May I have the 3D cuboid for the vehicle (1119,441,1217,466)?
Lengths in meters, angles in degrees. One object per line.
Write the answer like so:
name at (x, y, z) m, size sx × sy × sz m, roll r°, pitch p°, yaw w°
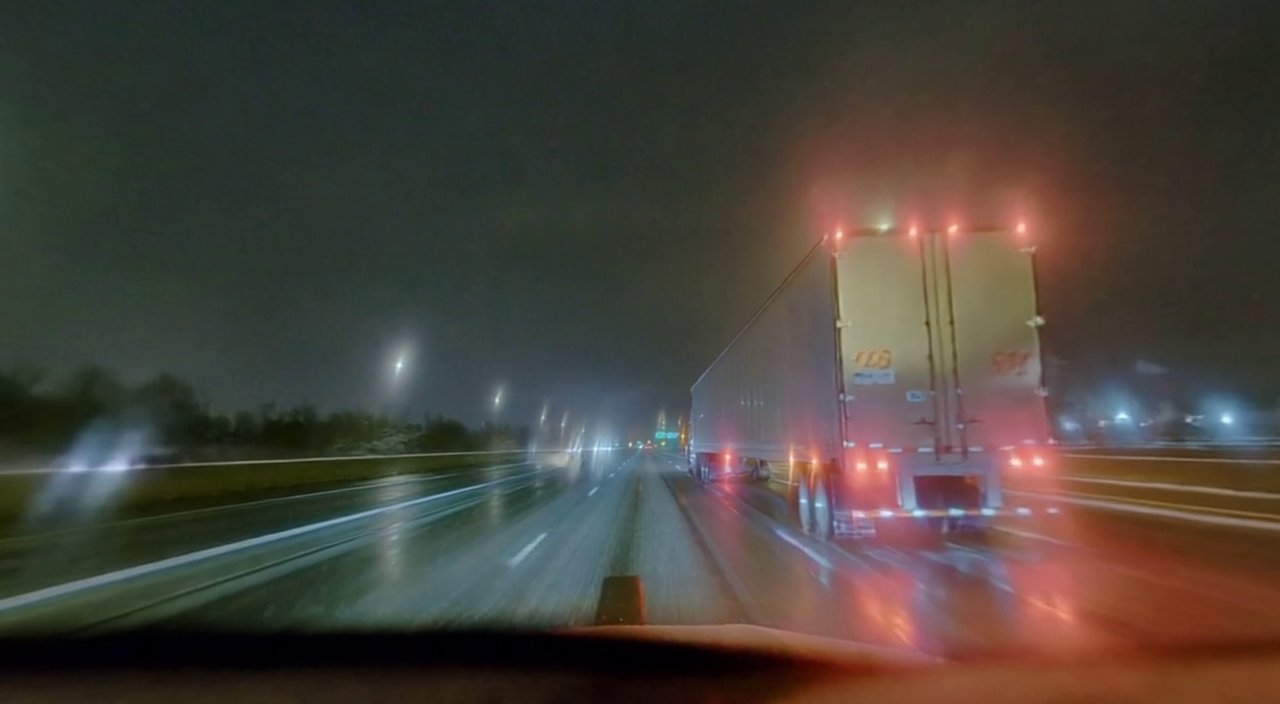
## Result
vehicle at (37.803, 7.246, 45.151) m, size 4.941 × 1.744 × 2.132 m, roll -1°, pitch -9°, yaw 3°

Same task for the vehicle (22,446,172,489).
vehicle at (-22.609, 4.796, 26.564) m, size 1.983 × 1.655 × 4.774 m, roll 0°, pitch -9°, yaw 1°

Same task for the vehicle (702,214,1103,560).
vehicle at (3.842, 1.520, 15.479) m, size 2.949 × 4.149 × 16.046 m, roll 0°, pitch -9°, yaw 0°
